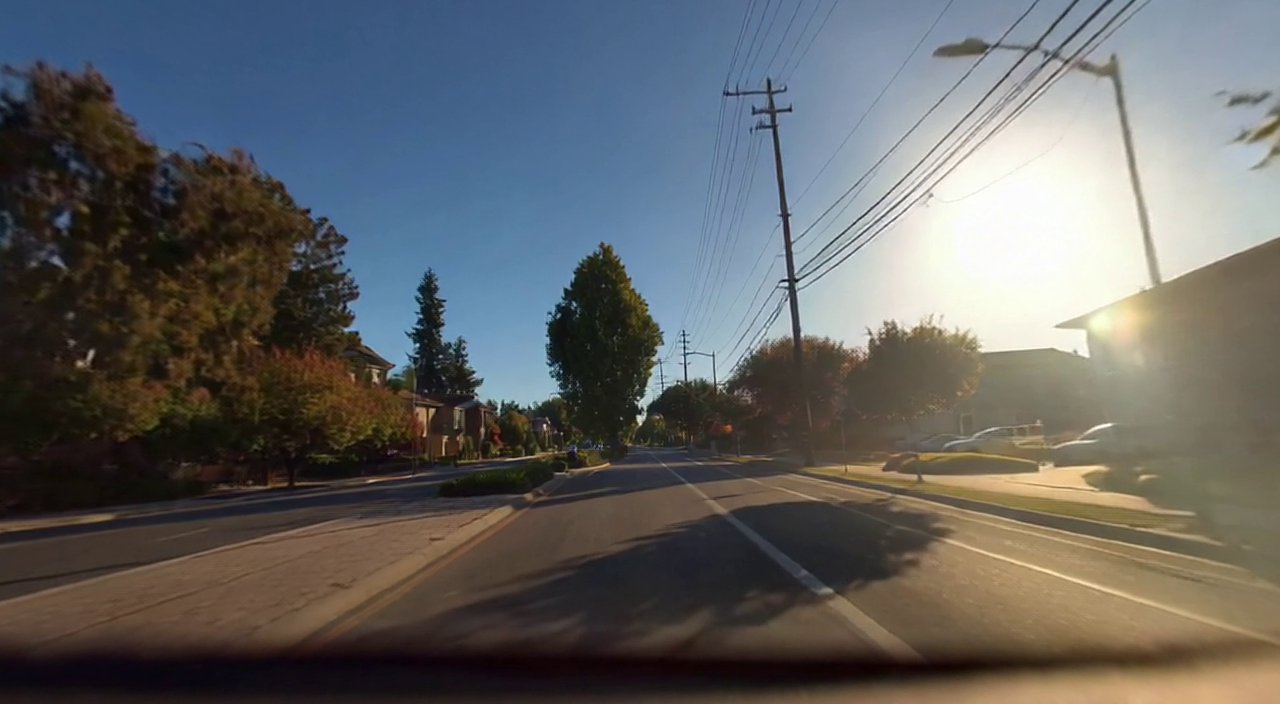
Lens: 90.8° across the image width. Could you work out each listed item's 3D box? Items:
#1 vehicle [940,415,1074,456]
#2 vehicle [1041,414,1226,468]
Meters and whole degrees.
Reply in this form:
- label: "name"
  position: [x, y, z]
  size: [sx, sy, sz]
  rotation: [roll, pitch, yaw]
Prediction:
- label: "vehicle"
  position: [16.808, 3.866, 29.133]
  size: [4.833, 1.786, 2.136]
  rotation: [0, -8, -1]
- label: "vehicle"
  position: [16.680, 3.033, 21.551]
  size: [4.560, 1.725, 2.096]
  rotation: [0, -8, -2]
